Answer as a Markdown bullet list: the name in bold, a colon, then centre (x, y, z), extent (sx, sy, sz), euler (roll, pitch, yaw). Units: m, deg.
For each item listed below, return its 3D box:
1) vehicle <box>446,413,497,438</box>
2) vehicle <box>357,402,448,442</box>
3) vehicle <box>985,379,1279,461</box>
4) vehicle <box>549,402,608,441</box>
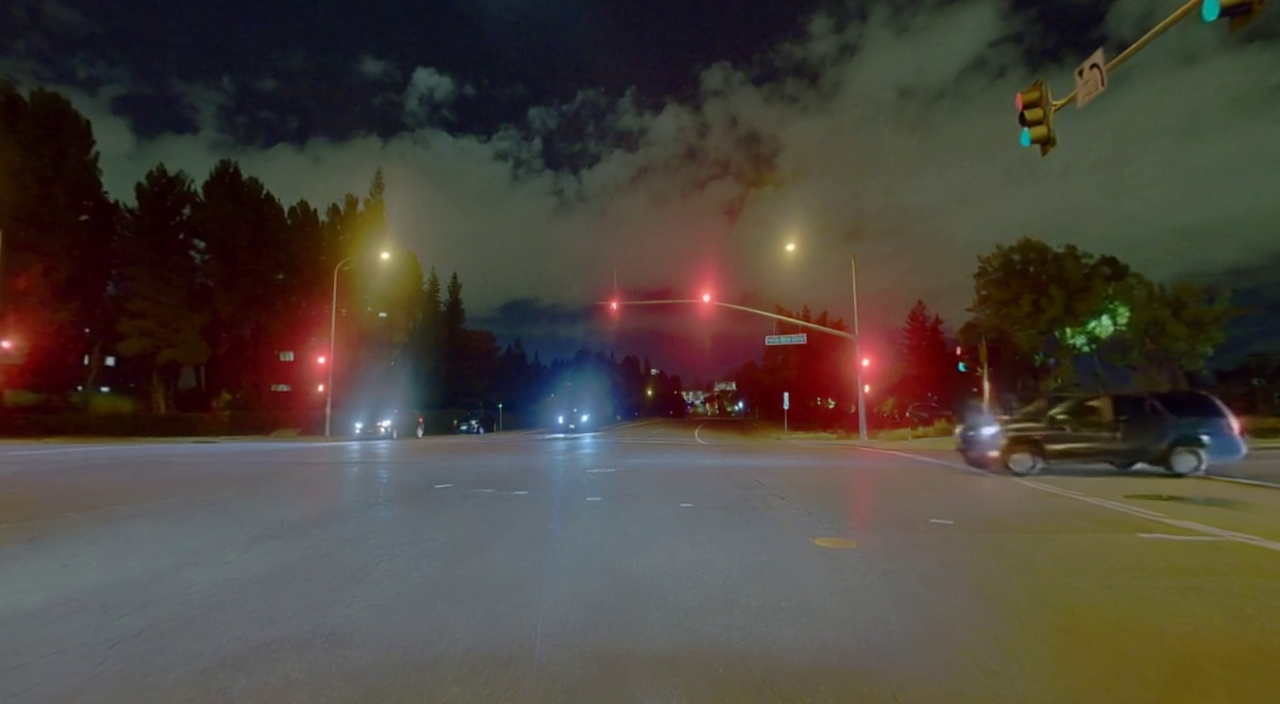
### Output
- **vehicle**: centre (-11.040, 4.889, 41.735), extent (1.899, 1.510, 4.294), euler (-1, -9, 4)
- **vehicle**: centre (-12.330, 3.770, 33.289), extent (2.340, 1.902, 4.920), euler (-1, -9, 8)
- **vehicle**: centre (11.985, 1.741, 15.735), extent (5.383, 1.870, 2.203), euler (-1, -9, 4)
- **vehicle**: centre (-3.233, 3.894, 34.520), extent (2.306, 1.907, 5.382), euler (-1, -9, 4)
